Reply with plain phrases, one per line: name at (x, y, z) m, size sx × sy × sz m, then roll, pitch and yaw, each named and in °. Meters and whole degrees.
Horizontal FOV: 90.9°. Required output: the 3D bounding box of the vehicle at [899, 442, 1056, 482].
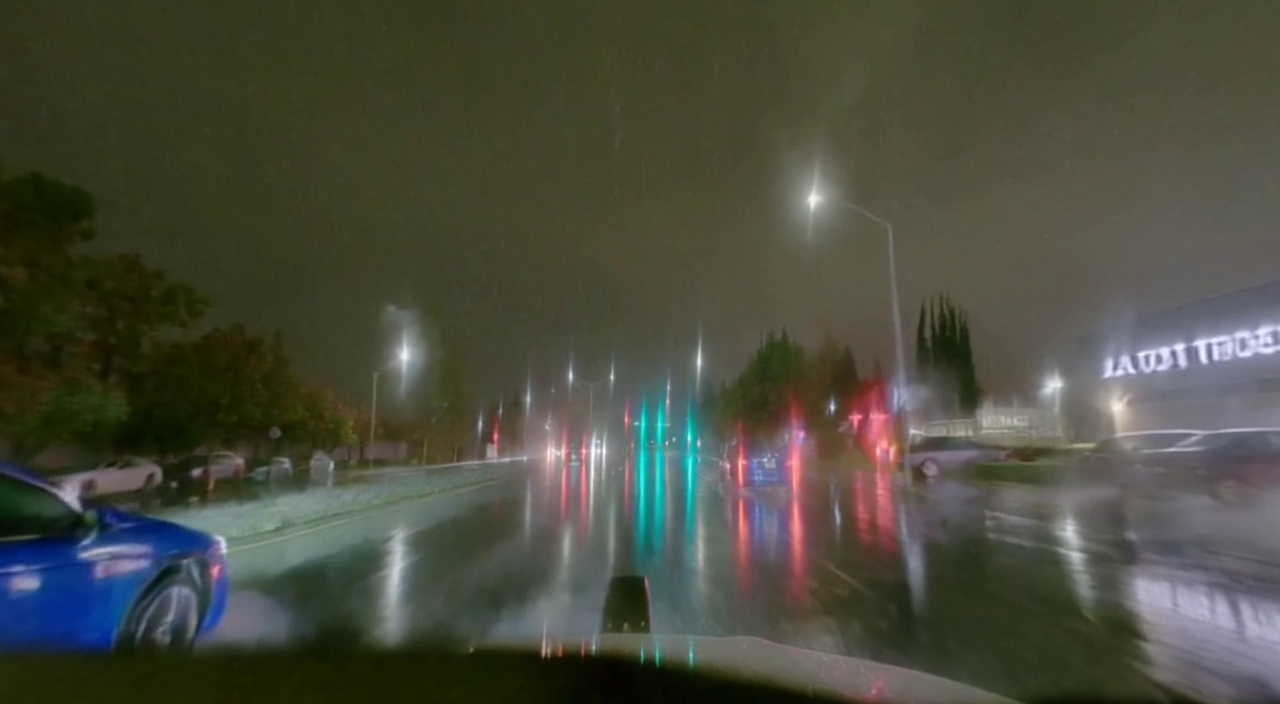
vehicle at (12.621, 4.125, 23.798) m, size 4.757 × 1.327 × 2.062 m, roll 0°, pitch -7°, yaw -1°

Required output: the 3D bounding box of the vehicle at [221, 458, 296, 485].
vehicle at (-21.806, 6.811, 36.179) m, size 1.838 × 1.351 × 3.904 m, roll -1°, pitch -8°, yaw 0°

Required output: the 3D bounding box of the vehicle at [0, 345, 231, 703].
vehicle at (-3.605, 0.699, 1.518) m, size 2.023 × 1.720 × 4.741 m, roll -1°, pitch -8°, yaw 0°

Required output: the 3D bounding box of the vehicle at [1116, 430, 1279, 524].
vehicle at (12.831, 2.437, 12.794) m, size 4.647 × 1.662 × 2.134 m, roll -1°, pitch -7°, yaw -3°

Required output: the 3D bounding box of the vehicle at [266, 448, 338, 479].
vehicle at (-22.033, 7.266, 41.299) m, size 2.203 × 1.857 × 4.581 m, roll 0°, pitch -8°, yaw -1°

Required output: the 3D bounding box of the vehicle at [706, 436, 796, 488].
vehicle at (3.459, 3.527, 20.494) m, size 2.083 × 1.474 × 4.360 m, roll 0°, pitch -8°, yaw 0°

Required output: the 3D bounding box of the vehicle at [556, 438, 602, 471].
vehicle at (-3.210, 5.505, 34.109) m, size 2.113 × 1.626 × 4.129 m, roll 0°, pitch -8°, yaw -1°
